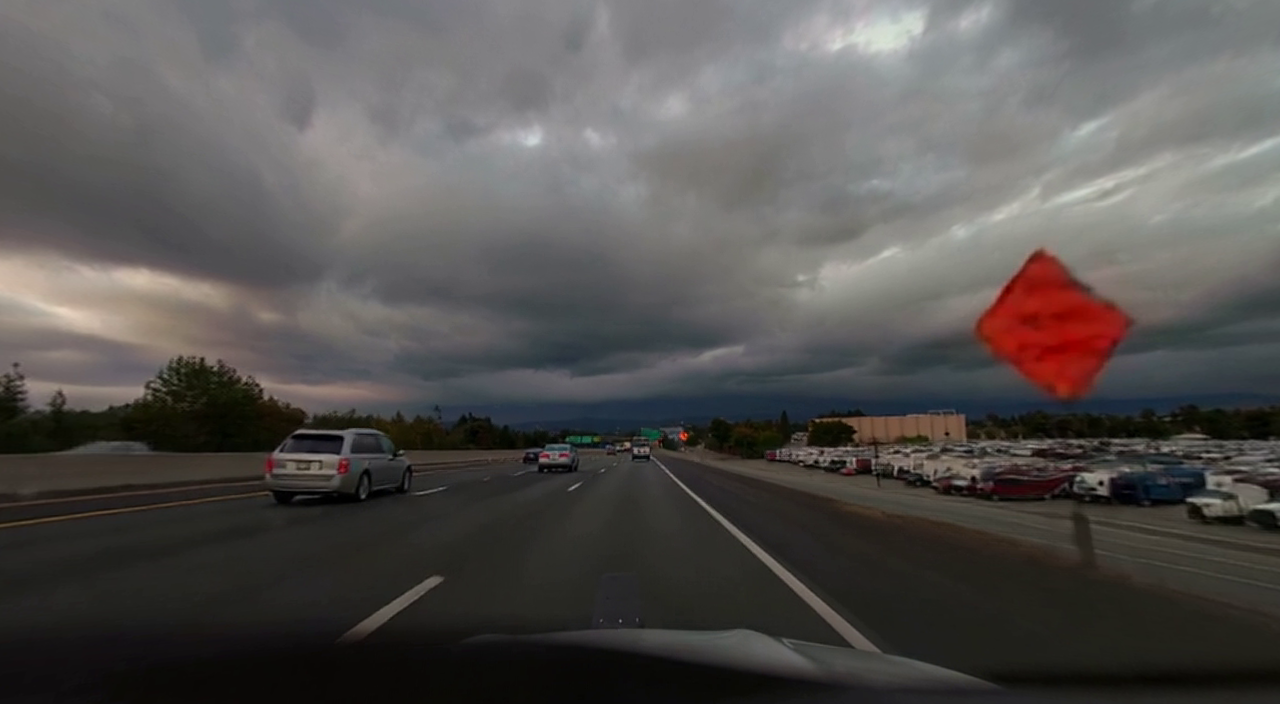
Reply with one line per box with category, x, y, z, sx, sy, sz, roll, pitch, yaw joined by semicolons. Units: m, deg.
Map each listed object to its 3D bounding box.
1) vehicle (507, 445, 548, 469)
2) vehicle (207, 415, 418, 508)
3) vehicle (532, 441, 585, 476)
vehicle;-7.704;7.194;43.458;1.991;1.538;4.360;0;-9;0
vehicle;-7.453;2.582;15.231;2.159;1.807;5.422;0;-9;0
vehicle;-4.057;5.367;31.951;2.070;1.665;4.213;0;-9;1
